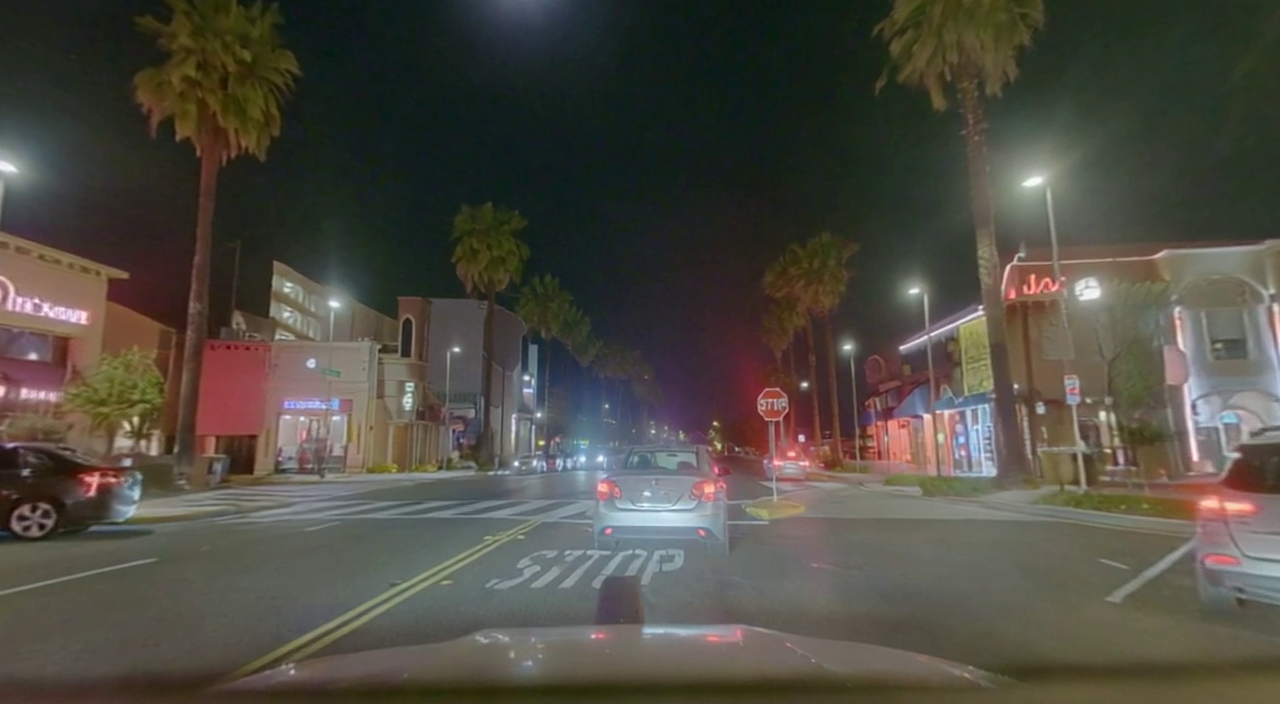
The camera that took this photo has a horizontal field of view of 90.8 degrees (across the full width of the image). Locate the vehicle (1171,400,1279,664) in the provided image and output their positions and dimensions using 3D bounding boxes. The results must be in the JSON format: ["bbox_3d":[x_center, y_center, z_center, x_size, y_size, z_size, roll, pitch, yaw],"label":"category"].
[{"bbox_3d":[6.091,1.325,5.263,4.623,1.650,1.937,8,-12,-44],"label":"vehicle"}]

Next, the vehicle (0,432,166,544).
[{"bbox_3d":[-10.792,2.222,10.528,2.089,1.731,4.223,-9,-12,44],"label":"vehicle"}]

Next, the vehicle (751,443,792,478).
[{"bbox_3d":[9.421,7.723,45.324,2.467,2.369,1.577,5,-9,-37],"label":"vehicle"}]

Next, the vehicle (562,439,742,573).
[{"bbox_3d":[0.259,2.035,9.166,2.031,1.479,3.969,-1,-9,4],"label":"vehicle"}]
